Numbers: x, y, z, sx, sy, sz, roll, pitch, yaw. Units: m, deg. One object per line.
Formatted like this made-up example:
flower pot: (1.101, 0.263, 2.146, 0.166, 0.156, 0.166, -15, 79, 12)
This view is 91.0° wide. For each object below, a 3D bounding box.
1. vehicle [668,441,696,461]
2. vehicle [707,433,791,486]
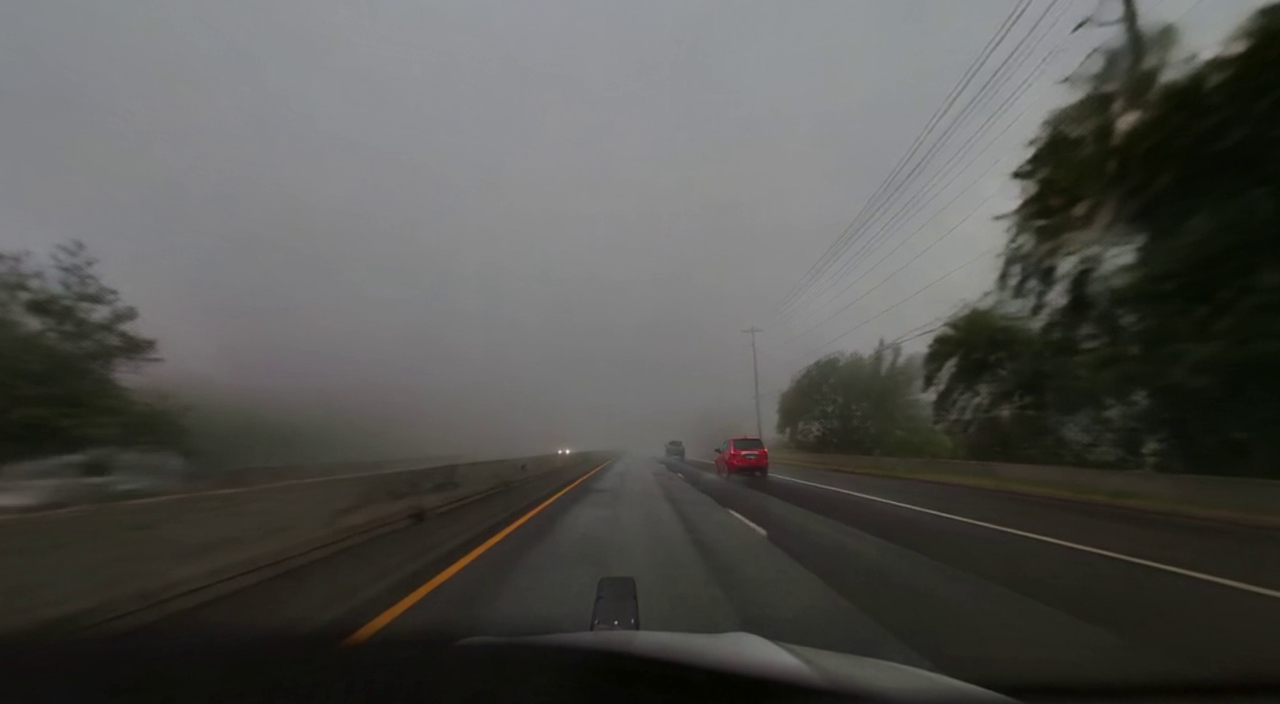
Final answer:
vehicle: (3.257, 7.765, 49.508, 1.868, 1.507, 3.833, 0, -8, -1)
vehicle: (3.576, 3.597, 21.498, 1.977, 1.581, 4.428, 0, -8, -1)
